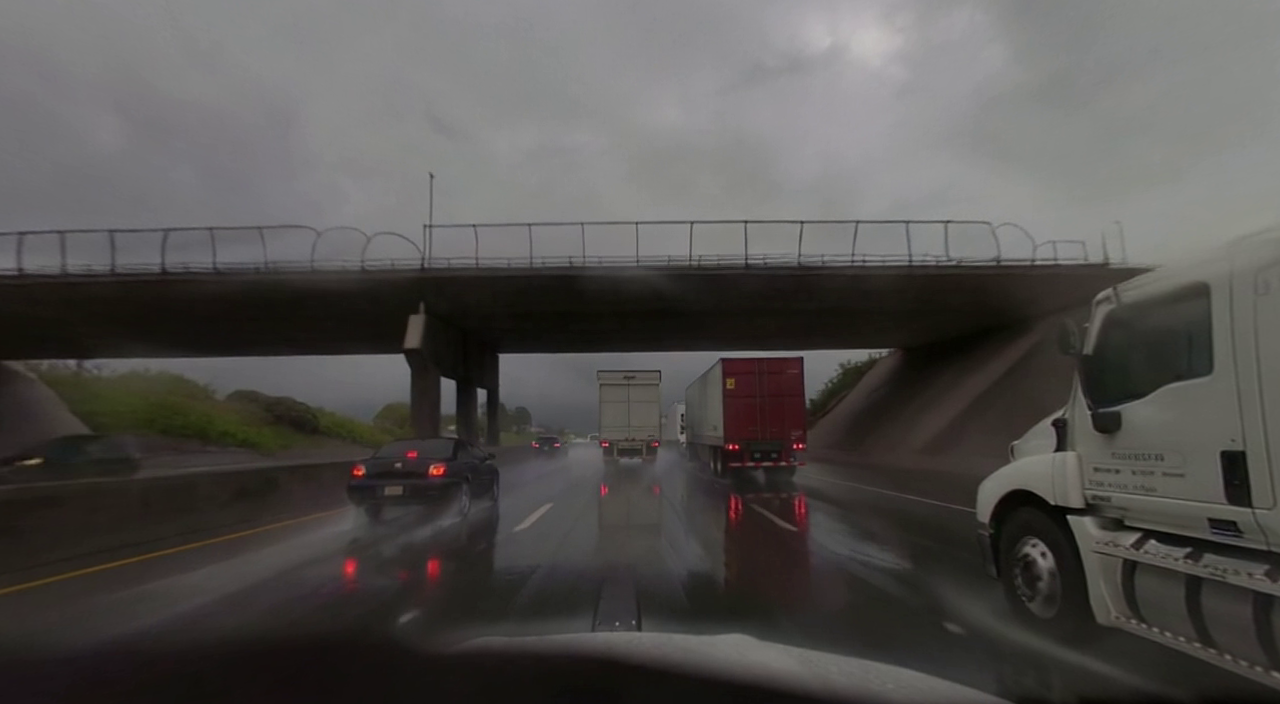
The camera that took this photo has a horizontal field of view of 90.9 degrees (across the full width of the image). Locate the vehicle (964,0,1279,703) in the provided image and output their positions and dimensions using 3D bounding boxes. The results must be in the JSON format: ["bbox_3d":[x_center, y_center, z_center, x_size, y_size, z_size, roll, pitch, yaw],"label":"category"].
[{"bbox_3d":[3.953,-0.378,1.428,3.074,3.896,5.910,0,-8,-1],"label":"vehicle"}]

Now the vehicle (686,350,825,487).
[{"bbox_3d":[3.681,2.658,23.638,2.817,3.886,11.491,0,-8,-1],"label":"vehicle"}]

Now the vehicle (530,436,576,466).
[{"bbox_3d":[-4.574,5.254,33.620,2.049,1.483,3.786,0,-8,-2],"label":"vehicle"}]

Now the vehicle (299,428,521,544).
[{"bbox_3d":[-3.371,2.029,10.391,1.894,1.460,4.662,0,-8,0],"label":"vehicle"}]

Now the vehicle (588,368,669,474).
[{"bbox_3d":[-0.471,3.345,29.428,3.090,4.065,10.702,0,-8,0],"label":"vehicle"}]
